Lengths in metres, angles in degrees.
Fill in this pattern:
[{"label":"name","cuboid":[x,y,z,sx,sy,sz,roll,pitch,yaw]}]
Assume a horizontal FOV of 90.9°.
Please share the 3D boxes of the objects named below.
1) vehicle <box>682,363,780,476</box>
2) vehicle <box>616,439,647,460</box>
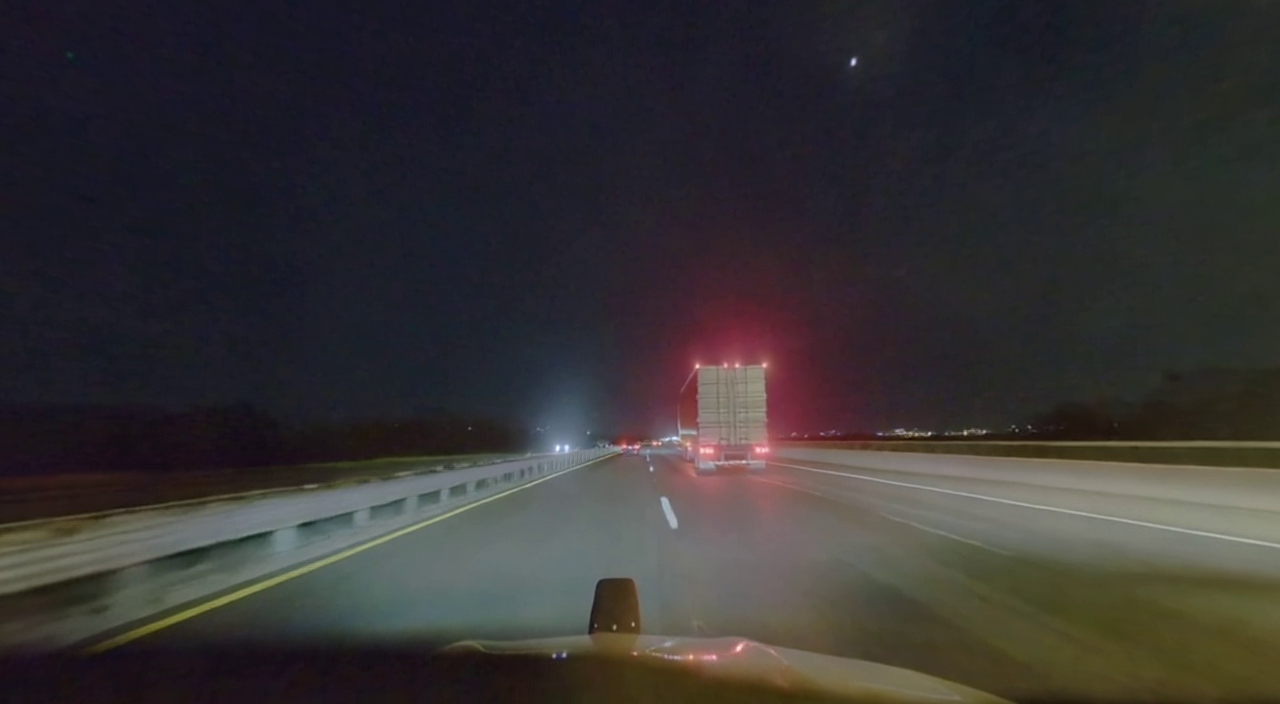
[{"label":"vehicle","cuboid":[3.724,3.326,29.429,2.966,4.072,13.408,0,-8,2]},{"label":"vehicle","cuboid":[-0.613,7.621,49.361,2.208,1.542,5.138,0,-8,2]}]
